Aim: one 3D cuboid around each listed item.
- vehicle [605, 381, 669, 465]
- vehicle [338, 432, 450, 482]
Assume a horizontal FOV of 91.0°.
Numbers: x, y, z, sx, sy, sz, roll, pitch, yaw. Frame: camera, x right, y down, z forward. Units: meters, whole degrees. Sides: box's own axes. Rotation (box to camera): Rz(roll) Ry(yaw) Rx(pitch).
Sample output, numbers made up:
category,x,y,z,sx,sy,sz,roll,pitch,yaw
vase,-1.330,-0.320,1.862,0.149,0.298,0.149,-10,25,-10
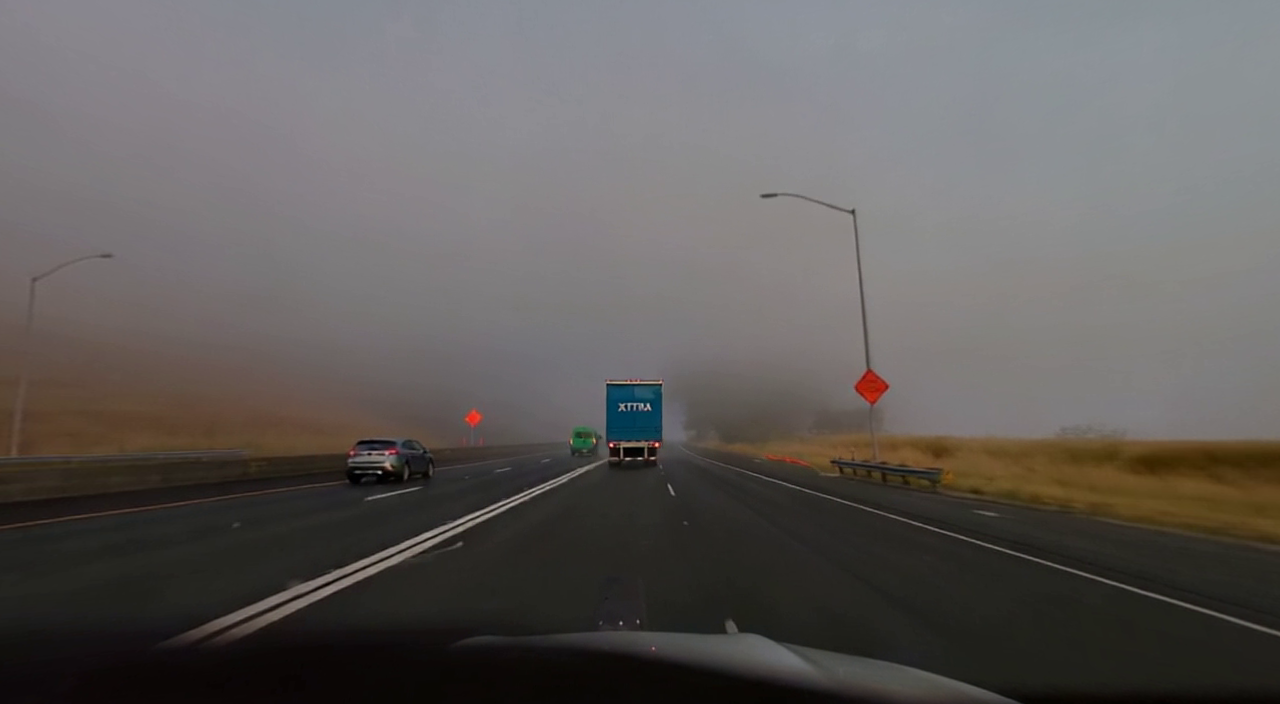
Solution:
category,x,y,z,sx,sy,sz,roll,pitch,yaw
vehicle,-0.197,4.405,36.289,3.183,4.011,9.617,-1,-11,0
vehicle,-8.344,3.600,21.857,1.915,1.506,4.594,0,-8,2
